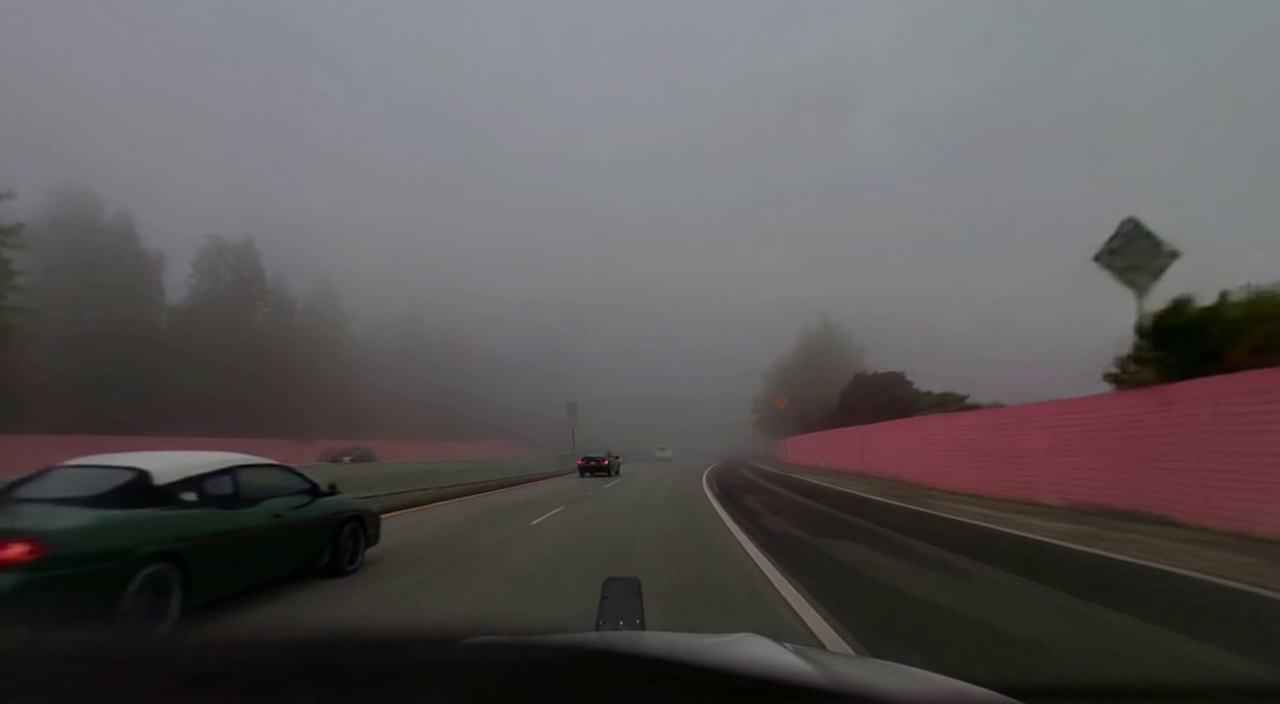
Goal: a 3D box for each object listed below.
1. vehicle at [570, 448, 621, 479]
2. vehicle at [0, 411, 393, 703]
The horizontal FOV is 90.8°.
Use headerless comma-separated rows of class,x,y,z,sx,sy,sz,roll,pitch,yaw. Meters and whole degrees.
vehicle,-2.121,5.472,31.333,1.746,1.405,4.339,-1,-9,6
vehicle,-3.665,1.311,4.788,1.884,1.469,3.959,0,-9,1
